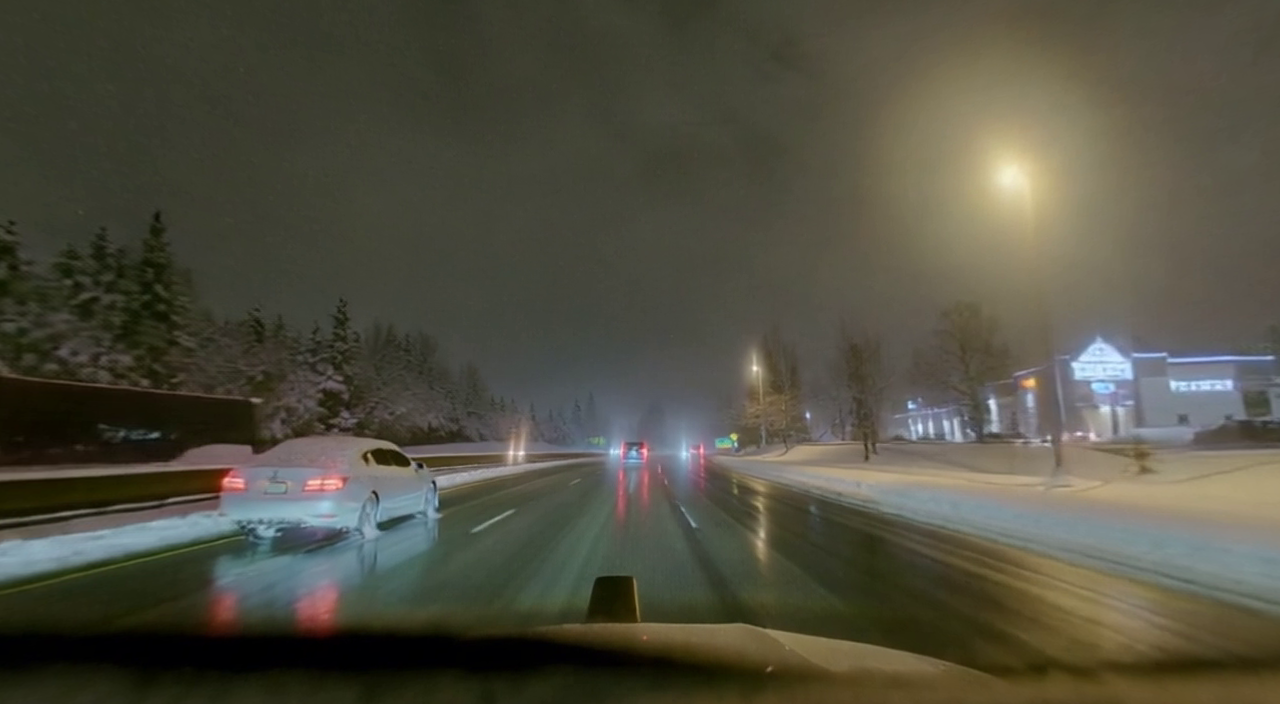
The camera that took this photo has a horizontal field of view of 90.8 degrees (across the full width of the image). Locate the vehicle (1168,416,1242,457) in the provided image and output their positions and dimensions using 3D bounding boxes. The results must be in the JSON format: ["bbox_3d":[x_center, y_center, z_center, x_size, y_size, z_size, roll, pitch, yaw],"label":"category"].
[{"bbox_3d":[26.677,4.032,29.767,4.472,1.804,2.149,9,-12,-44],"label":"vehicle"}]

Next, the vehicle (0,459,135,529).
[{"bbox_3d":[-14.942,3.347,15.201,1.933,1.441,4.319,0,-9,1],"label":"vehicle"}]

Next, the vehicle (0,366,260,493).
[{"bbox_3d":[-22.449,3.351,26.079,3.012,4.161,16.545,0,-9,1],"label":"vehicle"}]

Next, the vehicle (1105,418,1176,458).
[{"bbox_3d":[25.246,4.382,31.821,4.384,1.848,2.061,9,-13,-44],"label":"vehicle"}]

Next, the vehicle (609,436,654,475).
[{"bbox_3d":[-0.353,5.440,33.431,2.155,1.856,4.796,0,-9,2],"label":"vehicle"}]

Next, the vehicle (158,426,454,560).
[{"bbox_3d":[-4.425,1.925,9.411,1.907,1.483,4.562,0,-9,0],"label":"vehicle"}]

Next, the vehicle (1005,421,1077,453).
[{"bbox_3d":[23.791,5.074,37.410,4.419,1.749,2.055,6,-11,-37],"label":"vehicle"}]

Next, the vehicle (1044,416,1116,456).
[{"bbox_3d":[23.377,4.489,33.490,4.718,1.998,2.027,8,-12,-42],"label":"vehicle"}]
